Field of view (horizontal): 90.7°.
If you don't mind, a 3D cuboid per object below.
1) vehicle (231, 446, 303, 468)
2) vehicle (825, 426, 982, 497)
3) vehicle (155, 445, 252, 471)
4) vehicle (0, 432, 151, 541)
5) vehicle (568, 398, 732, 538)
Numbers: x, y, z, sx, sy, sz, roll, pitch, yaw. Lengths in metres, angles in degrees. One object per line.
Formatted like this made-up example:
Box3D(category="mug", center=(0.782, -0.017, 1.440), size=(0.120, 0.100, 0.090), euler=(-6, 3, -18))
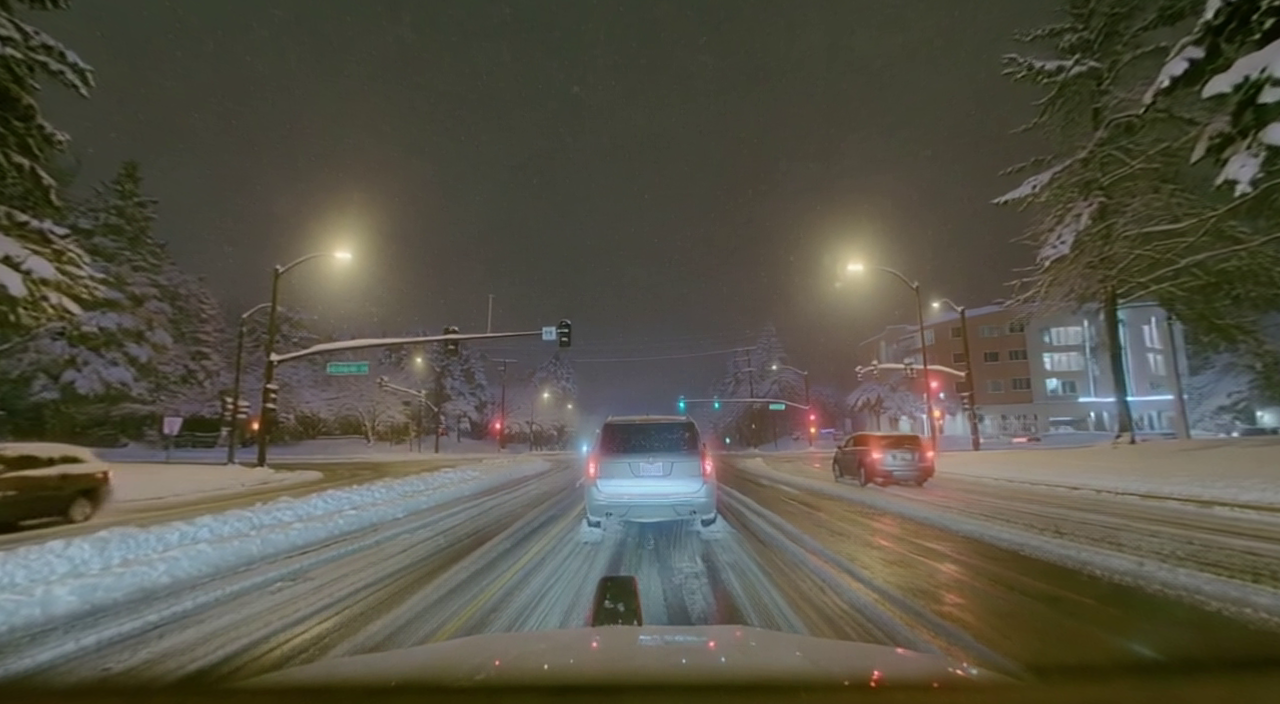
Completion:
Box3D(category="vehicle", center=(-27.634, 7.755, 46.922), size=(4.100, 1.567, 1.868), euler=(0, -9, 1))
Box3D(category="vehicle", center=(7.056, 2.991, 17.612), size=(2.447, 1.707, 4.396), euler=(0, -9, 0))
Box3D(category="vehicle", center=(-30.245, 7.329, 43.936), size=(5.244, 1.715, 1.950), euler=(0, -9, 1))
Box3D(category="vehicle", center=(-10.843, 2.163, 10.380), size=(2.209, 1.627, 4.582), euler=(1, -9, -5))
Box3D(category="vehicle", center=(0.213, 1.957, 11.205), size=(2.267, 1.926, 4.708), euler=(0, -9, 2))
